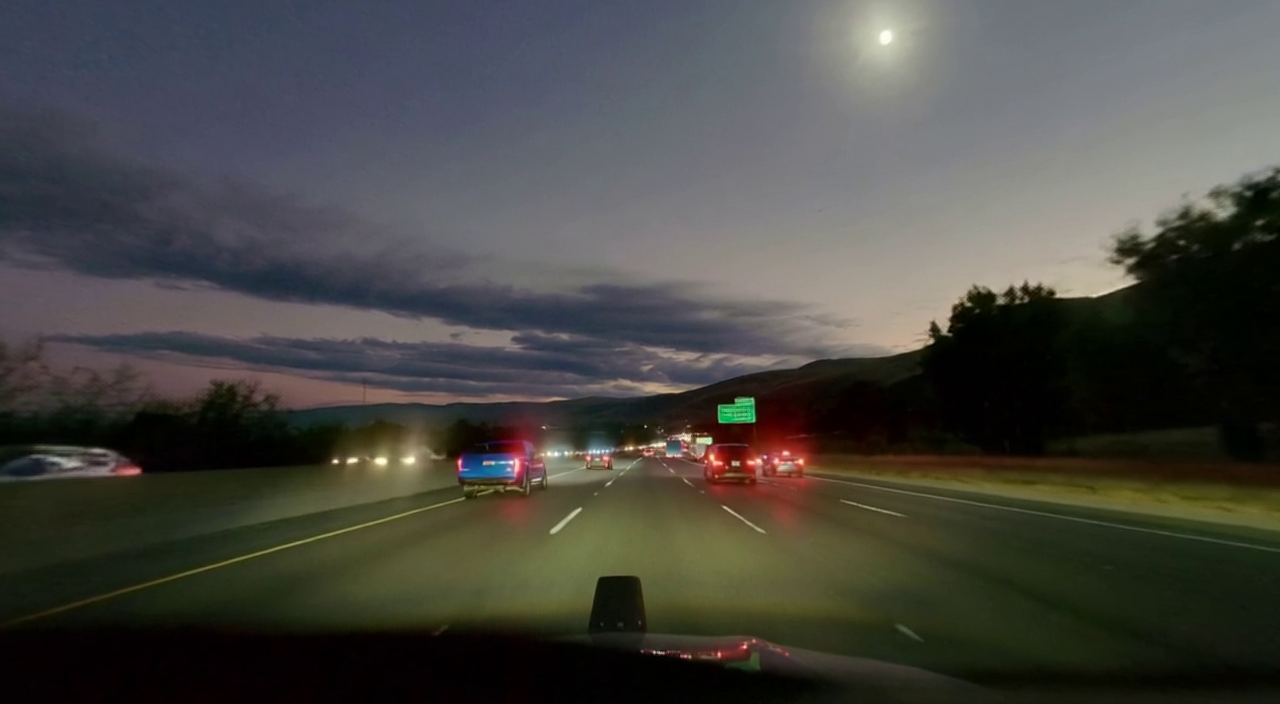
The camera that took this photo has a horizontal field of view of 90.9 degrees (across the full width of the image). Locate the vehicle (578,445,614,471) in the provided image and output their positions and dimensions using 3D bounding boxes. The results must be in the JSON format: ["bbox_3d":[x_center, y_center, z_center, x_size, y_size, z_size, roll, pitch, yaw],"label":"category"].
[{"bbox_3d":[-3.193,7.750,46.461,2.235,1.785,4.386,-1,-8,1],"label":"vehicle"}]

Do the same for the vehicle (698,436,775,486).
[{"bbox_3d":[4.120,4.762,28.008,2.424,1.952,5.611,0,-8,-1],"label":"vehicle"}]

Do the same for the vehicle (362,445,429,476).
[{"bbox_3d":[-13.317,5.916,34.660,1.884,1.559,4.380,0,-8,0],"label":"vehicle"}]

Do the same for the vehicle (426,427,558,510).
[{"bbox_3d":[-3.694,3.029,16.940,2.227,1.853,5.161,0,-8,1],"label":"vehicle"}]

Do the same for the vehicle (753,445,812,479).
[{"bbox_3d":[7.820,6.075,35.126,2.104,1.724,4.701,0,-8,-1],"label":"vehicle"}]
